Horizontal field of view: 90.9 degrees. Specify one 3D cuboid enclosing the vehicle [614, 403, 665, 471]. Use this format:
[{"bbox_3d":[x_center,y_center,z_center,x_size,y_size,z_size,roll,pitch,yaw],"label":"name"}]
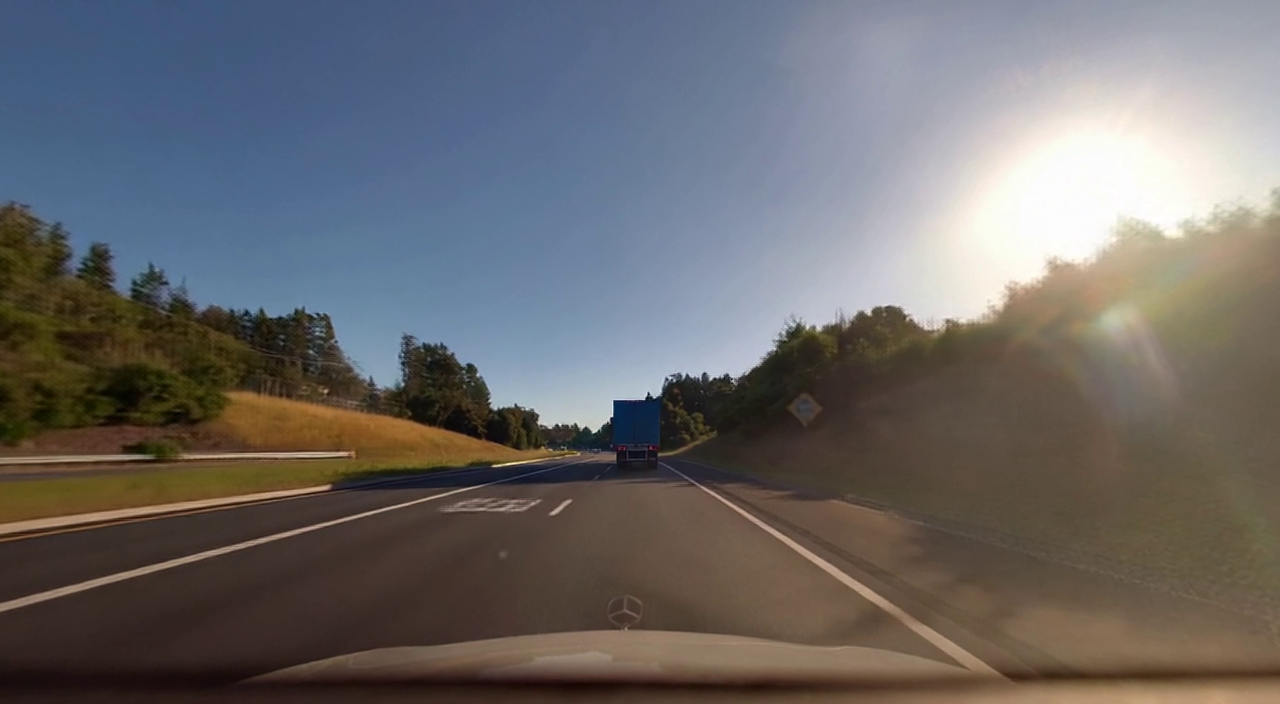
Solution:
[{"bbox_3d":[-0.116,5.809,42.296,2.982,3.947,11.075,0,-9,-1],"label":"vehicle"}]
